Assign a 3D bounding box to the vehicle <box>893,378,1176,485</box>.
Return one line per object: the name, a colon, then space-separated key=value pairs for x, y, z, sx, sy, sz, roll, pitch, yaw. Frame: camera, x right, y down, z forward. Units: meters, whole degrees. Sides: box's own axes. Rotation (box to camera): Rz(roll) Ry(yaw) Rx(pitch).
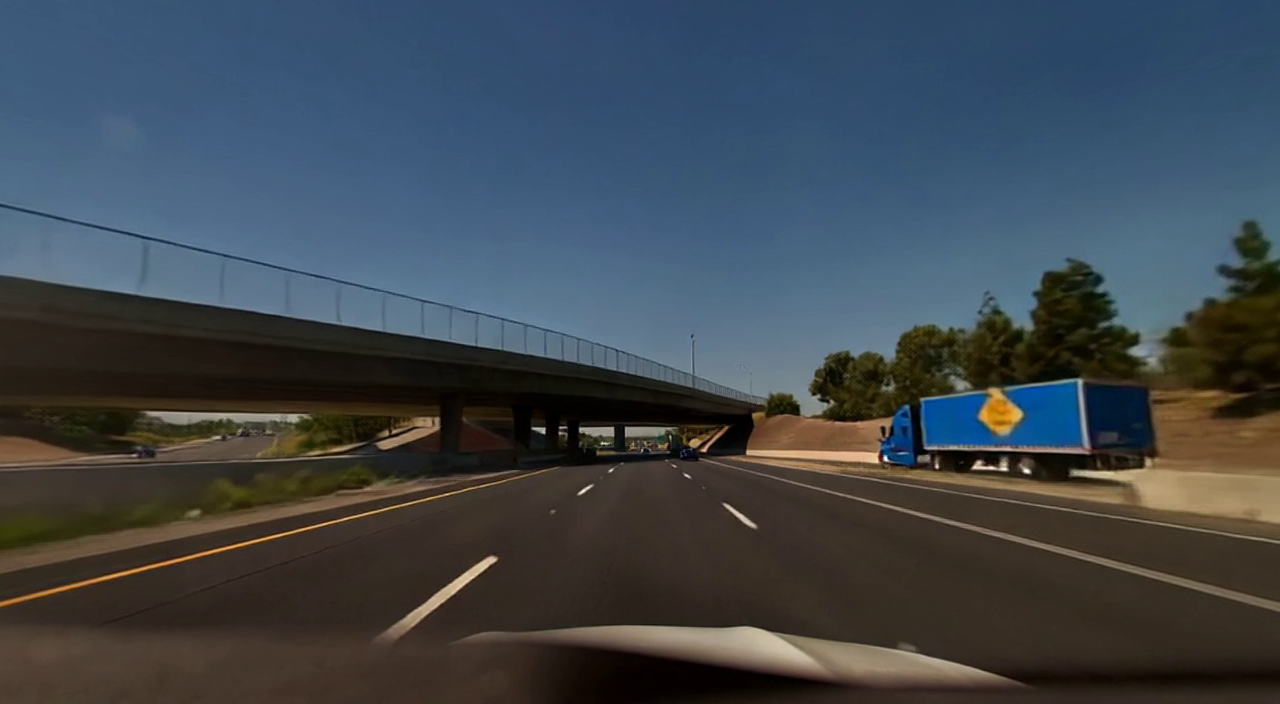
vehicle: x=18.910 y=4.344 z=33.221 sx=3.395 sy=4.178 sz=16.548 roll=0 pitch=-8 yaw=-4
